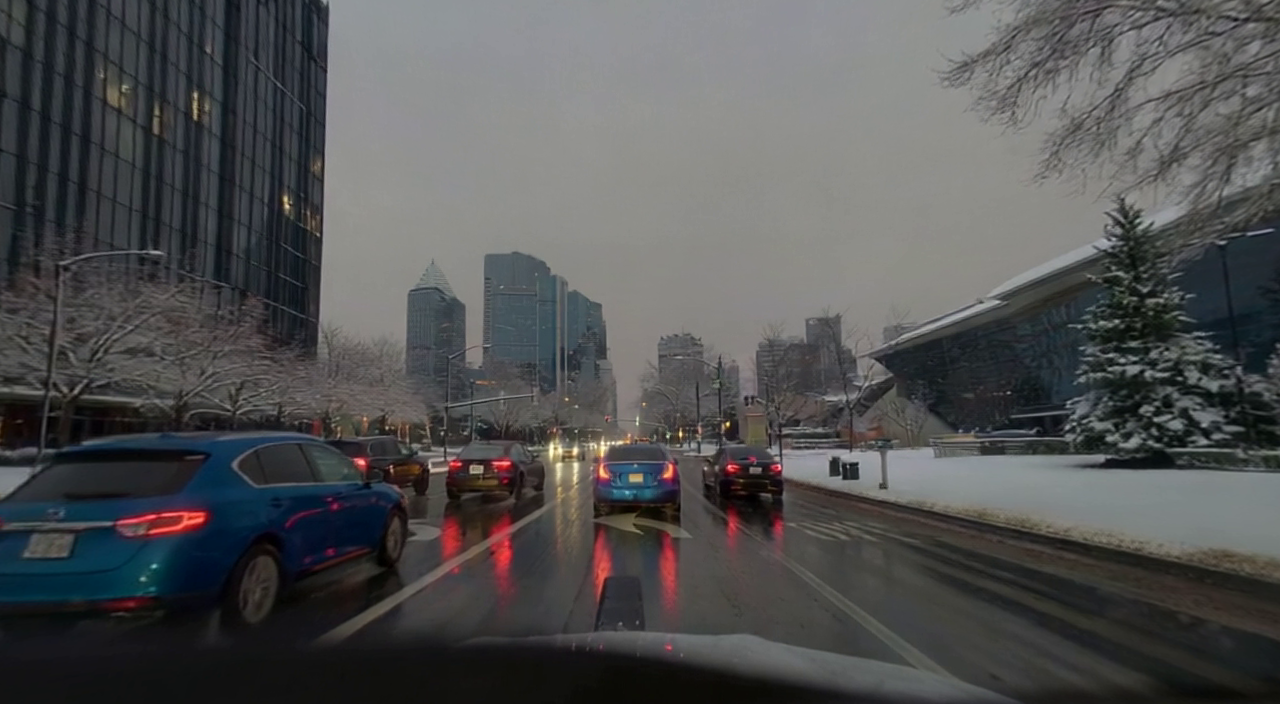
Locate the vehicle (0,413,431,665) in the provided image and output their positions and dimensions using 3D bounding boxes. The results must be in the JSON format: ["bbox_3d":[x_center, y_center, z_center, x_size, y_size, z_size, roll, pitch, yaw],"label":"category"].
[{"bbox_3d":[-3.665,1.460,6.009,1.933,1.520,4.195,0,-9,-1],"label":"vehicle"}]

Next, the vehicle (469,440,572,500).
[{"bbox_3d":[-3.335,3.402,18.618,2.044,1.508,4.479,0,-9,2],"label":"vehicle"}]

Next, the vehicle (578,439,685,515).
[{"bbox_3d":[-0.133,2.869,14.988,2.174,1.509,4.374,0,-9,1],"label":"vehicle"}]

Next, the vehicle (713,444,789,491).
[{"bbox_3d":[3.887,4.110,22.819,1.940,1.514,4.187,0,-9,-1],"label":"vehicle"}]

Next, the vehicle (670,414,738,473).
[{"bbox_3d":[3.925,6.151,42.066,3.074,3.316,12.953,0,-9,0],"label":"vehicle"}]
